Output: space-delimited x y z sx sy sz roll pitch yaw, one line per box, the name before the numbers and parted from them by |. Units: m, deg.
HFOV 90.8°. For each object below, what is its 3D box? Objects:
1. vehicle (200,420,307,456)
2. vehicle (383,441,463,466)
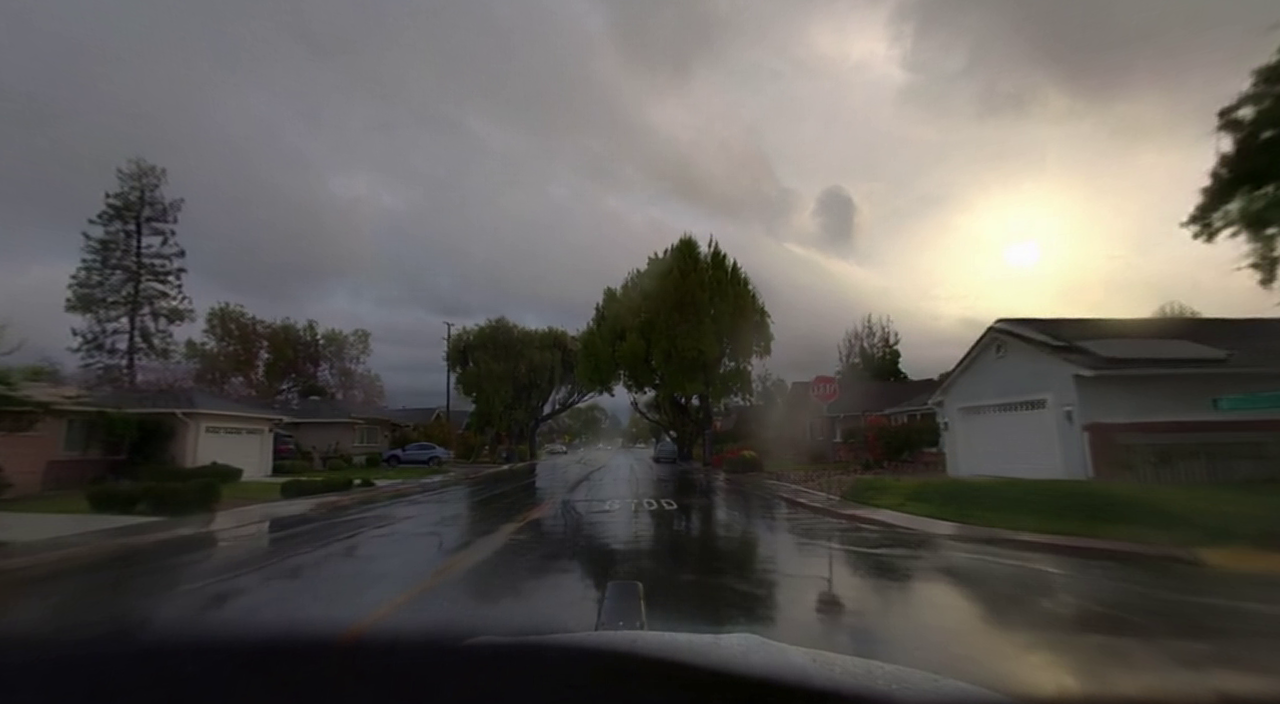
vehicle | -19.227 4.315 31.585 4.093 1.661 1.765 0 -9 -6
vehicle | -14.207 6.656 41.521 4.572 1.522 1.999 1 -8 -5
